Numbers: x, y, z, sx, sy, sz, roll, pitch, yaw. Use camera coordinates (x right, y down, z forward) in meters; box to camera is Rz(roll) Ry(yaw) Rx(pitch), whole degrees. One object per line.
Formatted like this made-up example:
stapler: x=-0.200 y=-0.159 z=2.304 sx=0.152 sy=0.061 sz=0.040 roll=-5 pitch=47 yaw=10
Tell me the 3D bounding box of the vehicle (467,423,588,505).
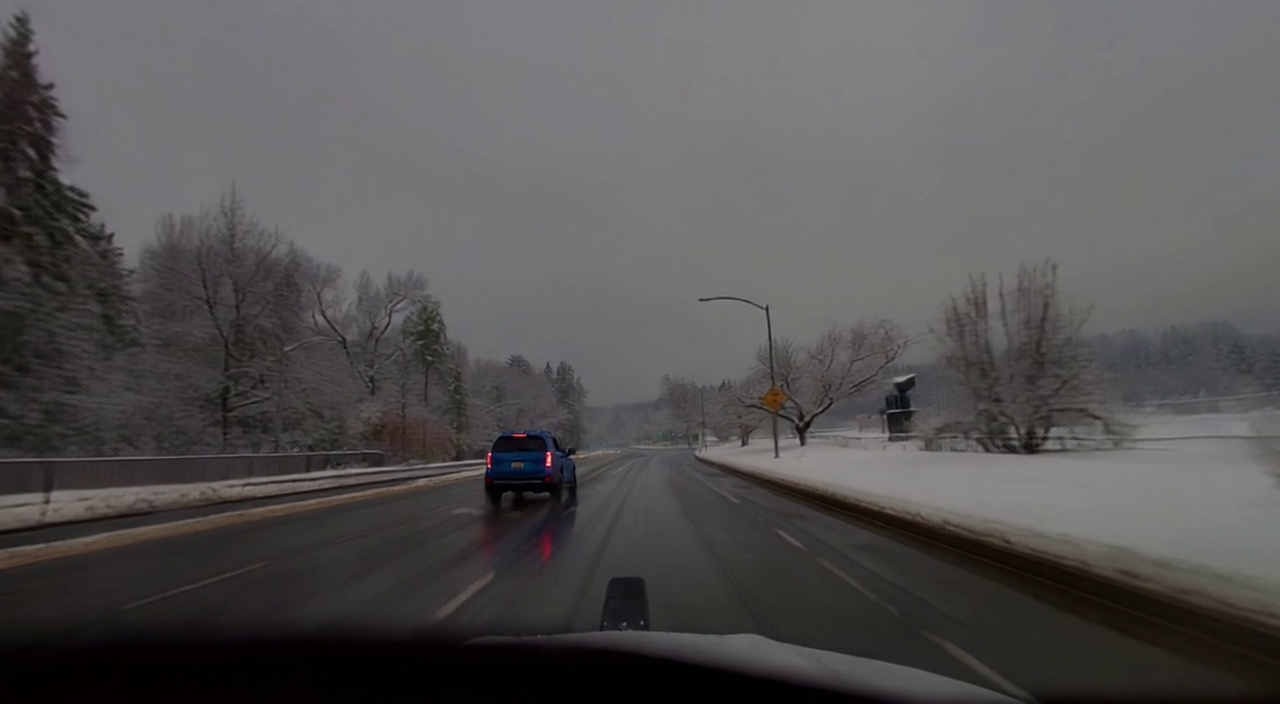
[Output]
vehicle: x=-2.773 y=2.913 z=16.833 sx=2.160 sy=1.855 sz=4.695 roll=0 pitch=-8 yaw=2
